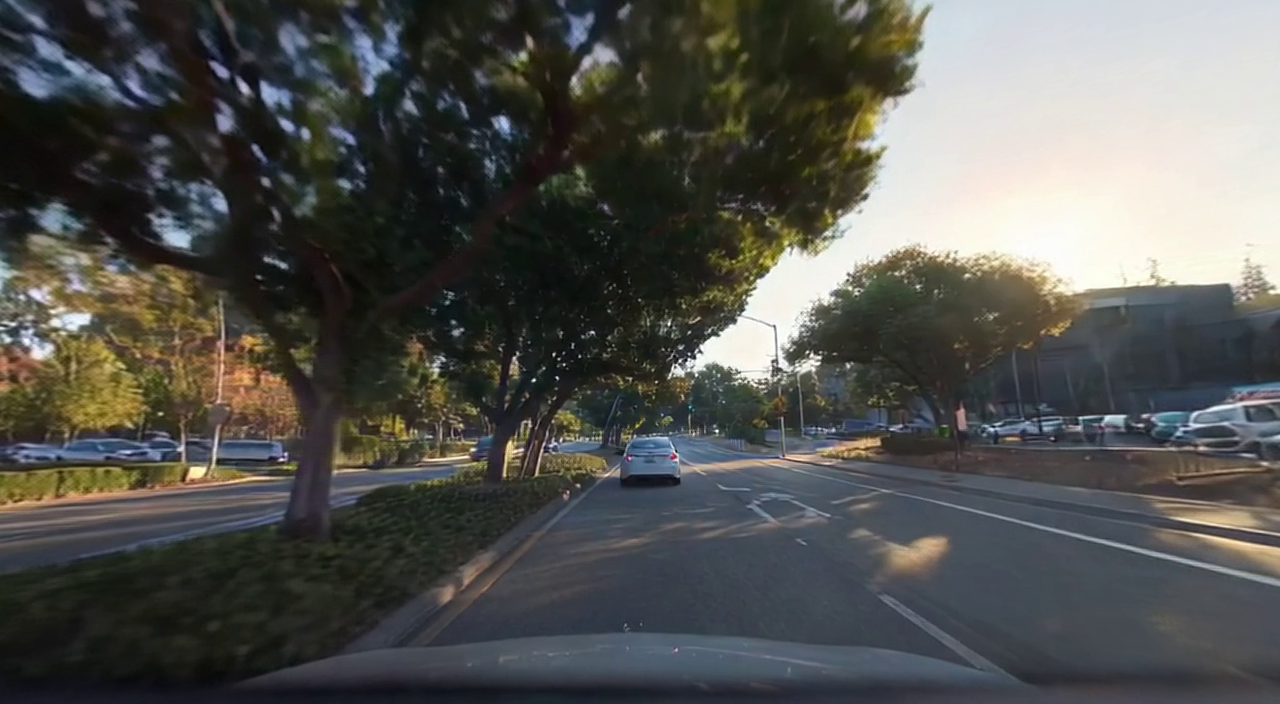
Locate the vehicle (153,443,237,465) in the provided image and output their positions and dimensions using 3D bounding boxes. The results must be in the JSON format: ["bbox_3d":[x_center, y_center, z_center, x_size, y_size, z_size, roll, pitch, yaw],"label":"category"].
[{"bbox_3d":[-30.440,6.991,43.202,4.356,1.444,1.819,0,-8,-1],"label":"vehicle"}]

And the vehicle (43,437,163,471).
[{"bbox_3d":[-30.141,5.725,35.518,4.764,1.786,2.091,0,-8,0],"label":"vehicle"}]

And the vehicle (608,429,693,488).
[{"bbox_3d":[0.224,2.951,17.724,2.093,1.442,3.977,0,-8,-1],"label":"vehicle"}]

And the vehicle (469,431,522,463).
[{"bbox_3d":[-8.566,5.691,37.768,2.131,1.778,4.912,0,-8,-1],"label":"vehicle"}]
